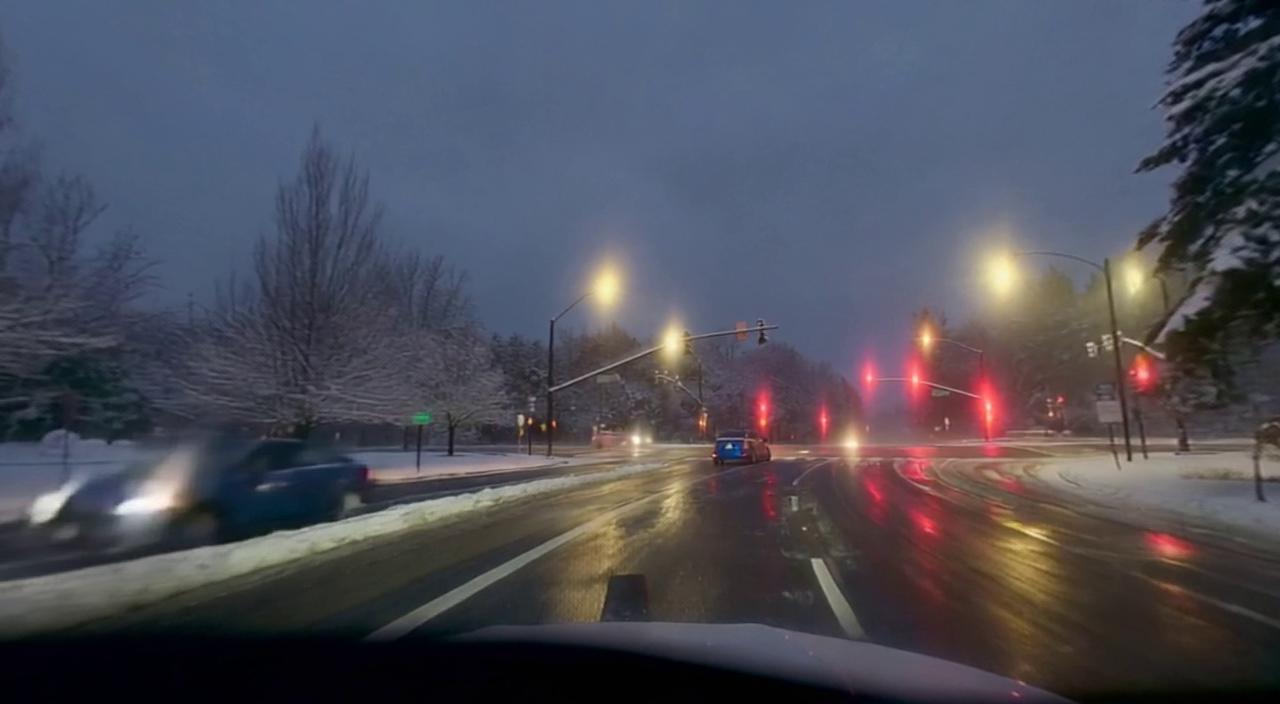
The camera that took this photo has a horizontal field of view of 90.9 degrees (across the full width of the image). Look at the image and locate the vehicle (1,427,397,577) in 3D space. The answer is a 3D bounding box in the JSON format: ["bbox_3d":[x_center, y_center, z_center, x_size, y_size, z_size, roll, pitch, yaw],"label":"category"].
[{"bbox_3d":[-5.710,1.943,9.176,1.983,1.562,4.652,-1,-8,8],"label":"vehicle"}]

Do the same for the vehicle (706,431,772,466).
[{"bbox_3d":[4.909,4.677,30.754,2.055,1.573,4.065,-4,-9,26],"label":"vehicle"}]
